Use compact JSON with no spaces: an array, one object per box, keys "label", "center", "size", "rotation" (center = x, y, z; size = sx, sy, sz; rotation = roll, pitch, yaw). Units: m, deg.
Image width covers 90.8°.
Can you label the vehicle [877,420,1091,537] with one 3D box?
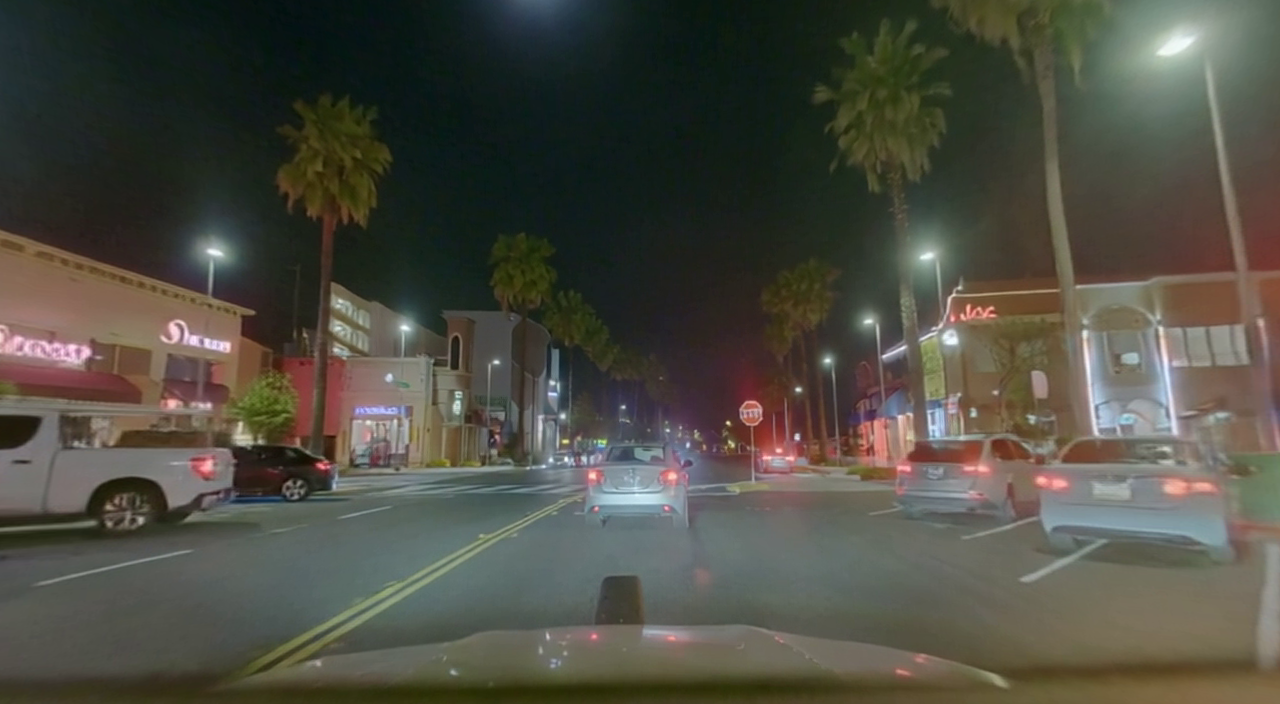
[{"label":"vehicle","center":[6.335,2.163,11.388],"size":[4.623,1.650,1.937],"rotation":[8,-12,-43]}]

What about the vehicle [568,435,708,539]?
[{"label":"vehicle","center":[0.119,2.267,11.213],"size":[2.031,1.479,3.969],"rotation":[-1,-9,4]}]

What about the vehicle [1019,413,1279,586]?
[{"label":"vehicle","center":[6.594,1.666,7.871],"size":[3.754,1.592,1.939],"rotation":[7,-11,-39]}]

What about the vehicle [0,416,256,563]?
[{"label":"vehicle","center":[-10.216,2.009,9.630],"size":[6.873,2.051,2.823],"rotation":[6,-9,-44]}]
